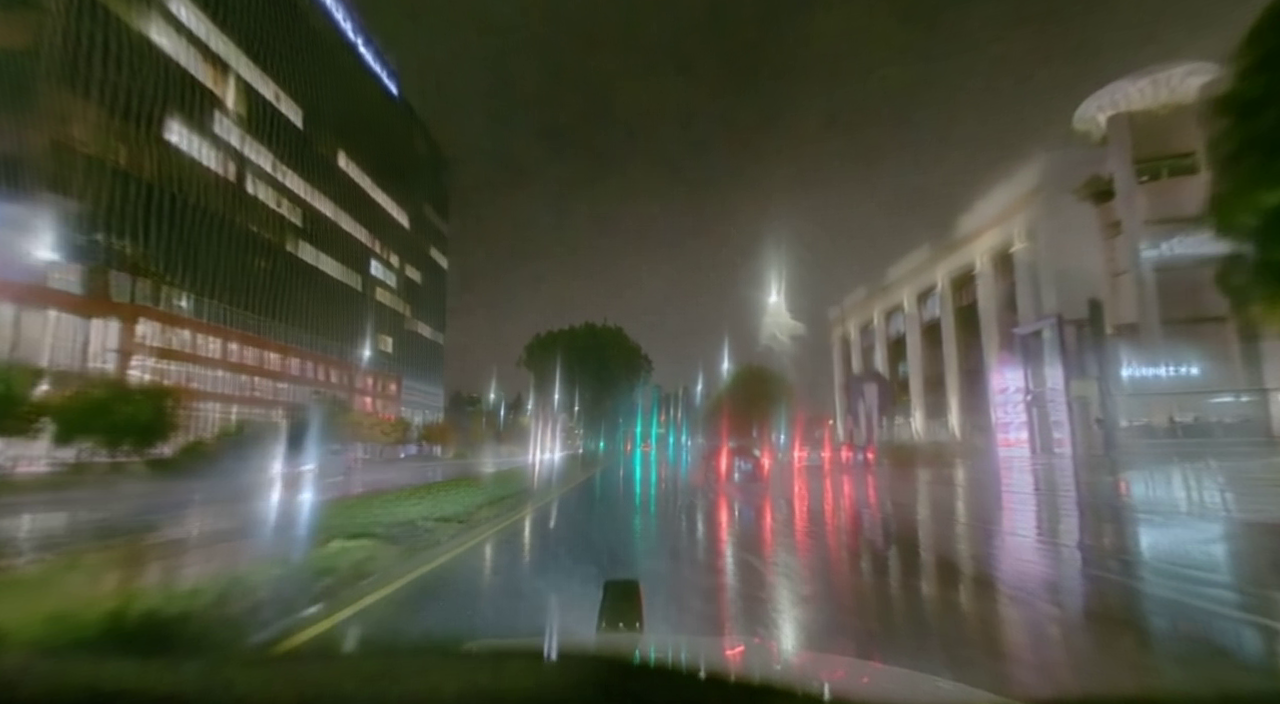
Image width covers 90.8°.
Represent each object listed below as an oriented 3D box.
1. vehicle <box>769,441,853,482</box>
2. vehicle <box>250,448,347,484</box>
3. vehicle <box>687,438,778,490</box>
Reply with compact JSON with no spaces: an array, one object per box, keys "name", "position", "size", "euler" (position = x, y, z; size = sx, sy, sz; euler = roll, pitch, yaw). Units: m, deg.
[{"name":"vehicle","position":[6.449,4.163,24.340],"size":[1.912,1.411,4.380],"euler":[0,-9,-1]},{"name":"vehicle","position":[-16.614,5.549,31.072],"size":[2.031,1.607,4.759],"euler":[0,-9,1]},{"name":"vehicle","position":[2.854,3.594,20.594],"size":[2.131,1.491,4.496],"euler":[0,-9,-2]}]
